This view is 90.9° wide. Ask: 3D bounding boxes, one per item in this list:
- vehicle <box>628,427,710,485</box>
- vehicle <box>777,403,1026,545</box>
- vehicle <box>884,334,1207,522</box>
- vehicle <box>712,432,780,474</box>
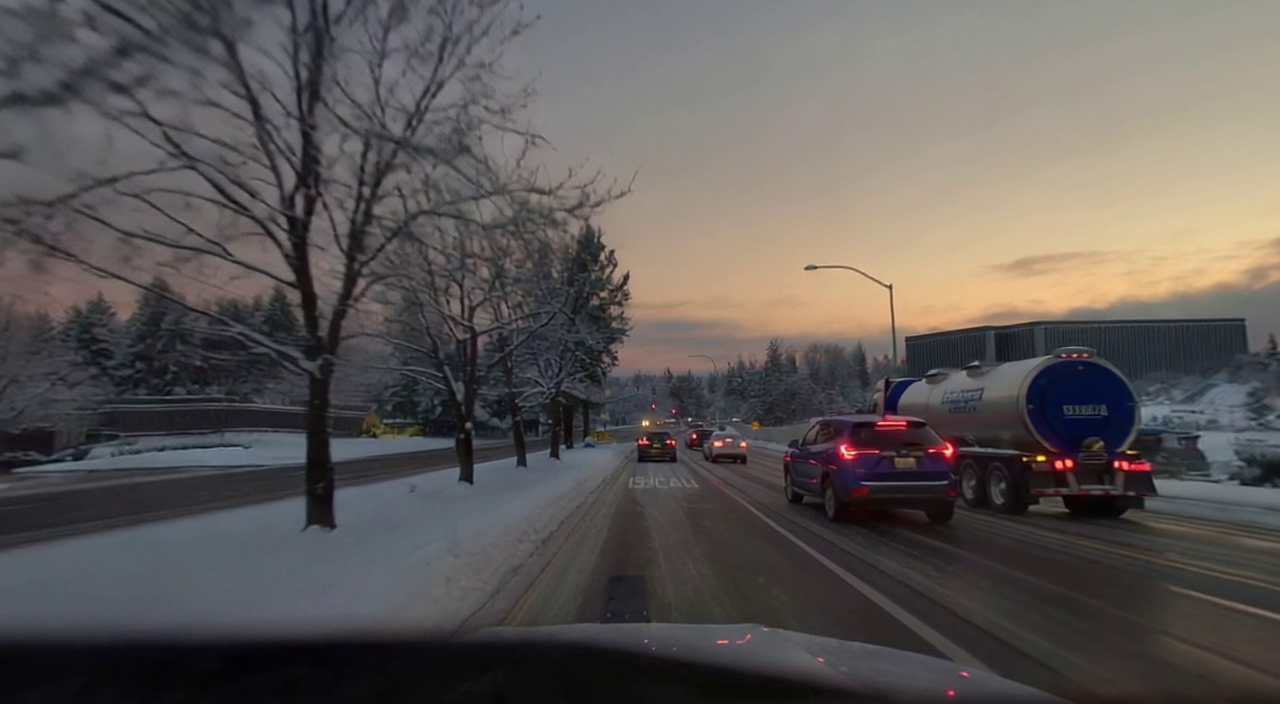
[{"bbox_3d":[0.793,3.030,18.554,2.148,1.488,4.002,0,-8,1],"label":"vehicle"},{"bbox_3d":[3.714,1.838,10.089,2.045,1.729,4.532,0,-8,0],"label":"vehicle"},{"bbox_3d":[8.159,1.735,14.004,2.849,3.207,6.275,0,-8,-1],"label":"vehicle"},{"bbox_3d":[4.040,3.931,24.654,1.917,1.475,4.081,0,-8,-1],"label":"vehicle"}]
